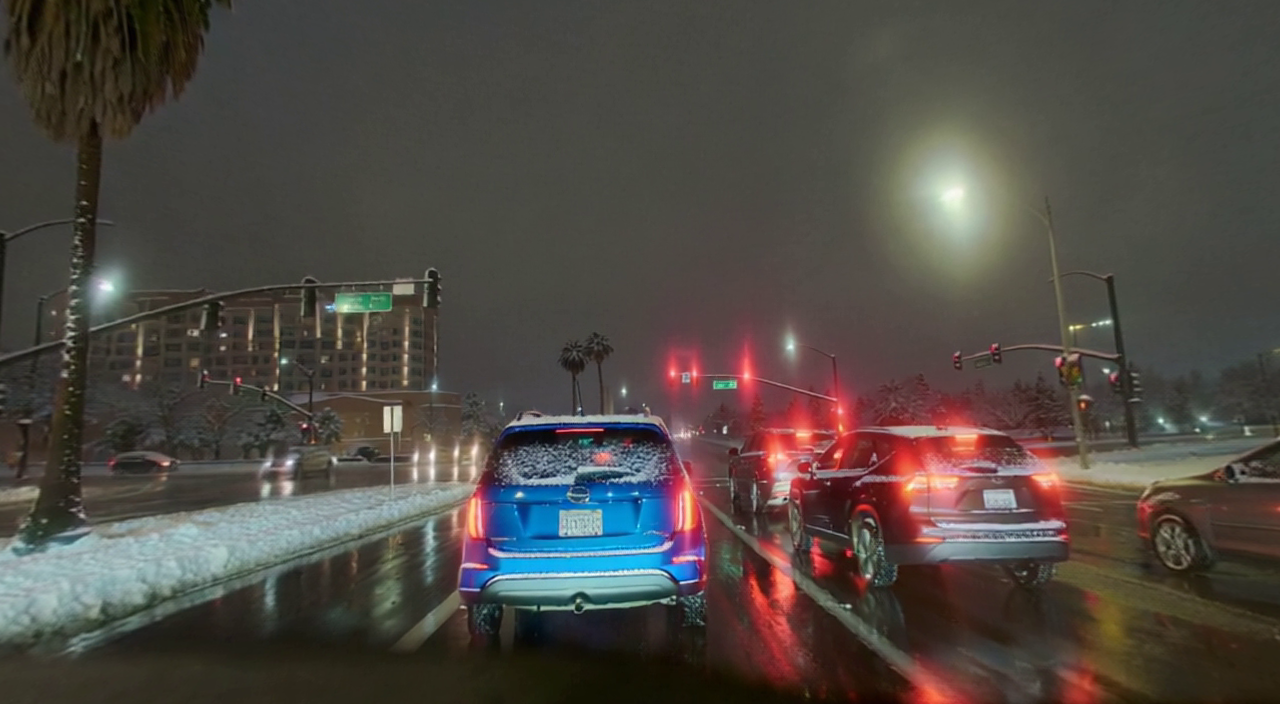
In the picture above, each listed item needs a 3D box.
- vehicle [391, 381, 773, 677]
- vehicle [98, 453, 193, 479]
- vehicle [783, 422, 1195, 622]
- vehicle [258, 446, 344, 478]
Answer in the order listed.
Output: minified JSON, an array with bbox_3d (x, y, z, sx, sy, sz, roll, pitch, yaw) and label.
[{"bbox_3d":[-0.334,1.312,5.698,2.172,1.694,4.055,0,-9,0],"label":"vehicle"},{"bbox_3d":[-37.012,8.527,47.093,5.347,1.785,2.123,0,-8,1],"label":"vehicle"},{"bbox_3d":[3.120,1.605,6.990,1.971,1.473,4.495,0,-8,0],"label":"vehicle"},{"bbox_3d":[-19.863,6.437,37.118,2.119,1.786,5.252,0,-9,0],"label":"vehicle"}]
